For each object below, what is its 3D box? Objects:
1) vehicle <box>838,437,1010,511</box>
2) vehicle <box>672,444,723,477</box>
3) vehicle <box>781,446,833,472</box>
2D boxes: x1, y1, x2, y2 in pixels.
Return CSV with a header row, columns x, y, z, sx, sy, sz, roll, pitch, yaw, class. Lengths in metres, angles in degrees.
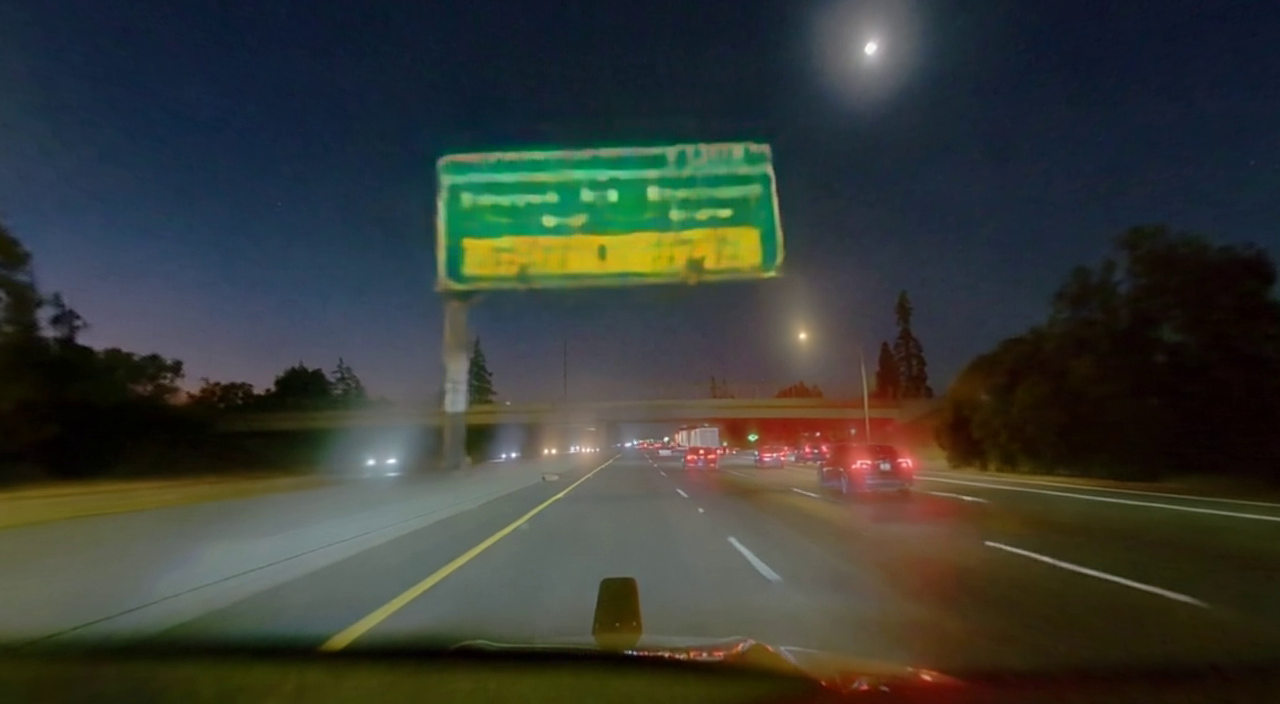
x,y,z,sx,sy,sz,roll,pitch,yaw,class
6.541,2.833,15.255,1.952,1.489,4.483,0,-8,-2,vehicle
2.773,5.346,31.488,1.993,1.507,4.594,0,-8,-2,vehicle
9.766,6.257,37.285,1.838,1.440,4.121,0,-8,-2,vehicle
